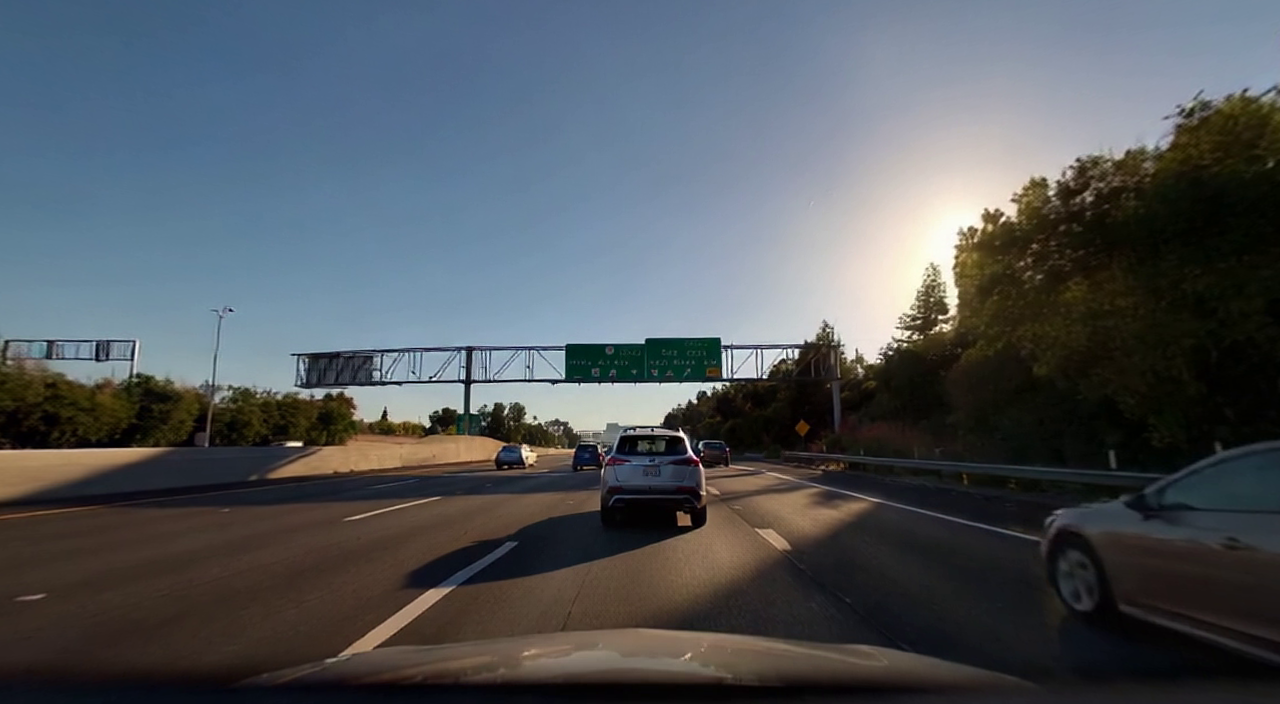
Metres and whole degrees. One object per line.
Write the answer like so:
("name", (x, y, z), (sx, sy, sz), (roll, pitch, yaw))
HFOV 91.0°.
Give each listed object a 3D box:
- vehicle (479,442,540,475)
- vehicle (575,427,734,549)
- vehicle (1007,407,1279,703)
("vehicle", (-6.681, 5.508, 32.707), (2.035, 1.558, 4.773), (0, -9, 1))
("vehicle", (0.187, 2.044, 10.082), (2.044, 1.554, 3.824), (0, -9, 0))
("vehicle", (3.998, 0.983, 2.737), (2.002, 1.499, 4.710), (0, -9, 1))
